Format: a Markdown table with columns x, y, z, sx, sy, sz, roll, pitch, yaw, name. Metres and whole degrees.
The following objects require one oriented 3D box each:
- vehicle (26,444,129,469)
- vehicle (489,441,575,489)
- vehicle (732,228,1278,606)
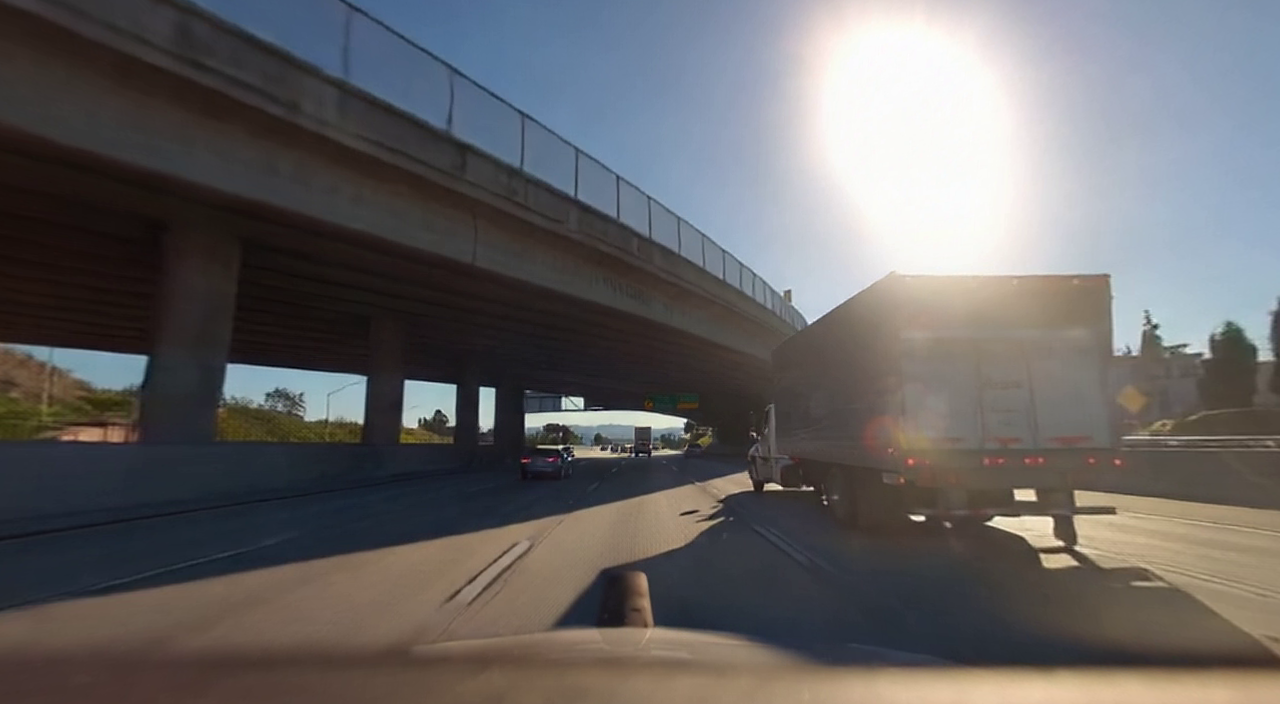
| x | y | z | sx | sy | sz | roll | pitch | yaw | name |
| --- | --- | --- | --- | --- | --- | --- | --- | --- | --- |
| -43.907 | 8.156 | 49.268 | 2.356 | 1.806 | 6.262 | 0 | -9 | -1 | vehicle |
| -3.753 | 4.029 | 22.760 | 2.143 | 1.529 | 4.918 | 0 | -9 | 1 | vehicle |
| 3.960 | 1.295 | 10.906 | 3.049 | 3.395 | 10.595 | 0 | -9 | 0 | vehicle |
